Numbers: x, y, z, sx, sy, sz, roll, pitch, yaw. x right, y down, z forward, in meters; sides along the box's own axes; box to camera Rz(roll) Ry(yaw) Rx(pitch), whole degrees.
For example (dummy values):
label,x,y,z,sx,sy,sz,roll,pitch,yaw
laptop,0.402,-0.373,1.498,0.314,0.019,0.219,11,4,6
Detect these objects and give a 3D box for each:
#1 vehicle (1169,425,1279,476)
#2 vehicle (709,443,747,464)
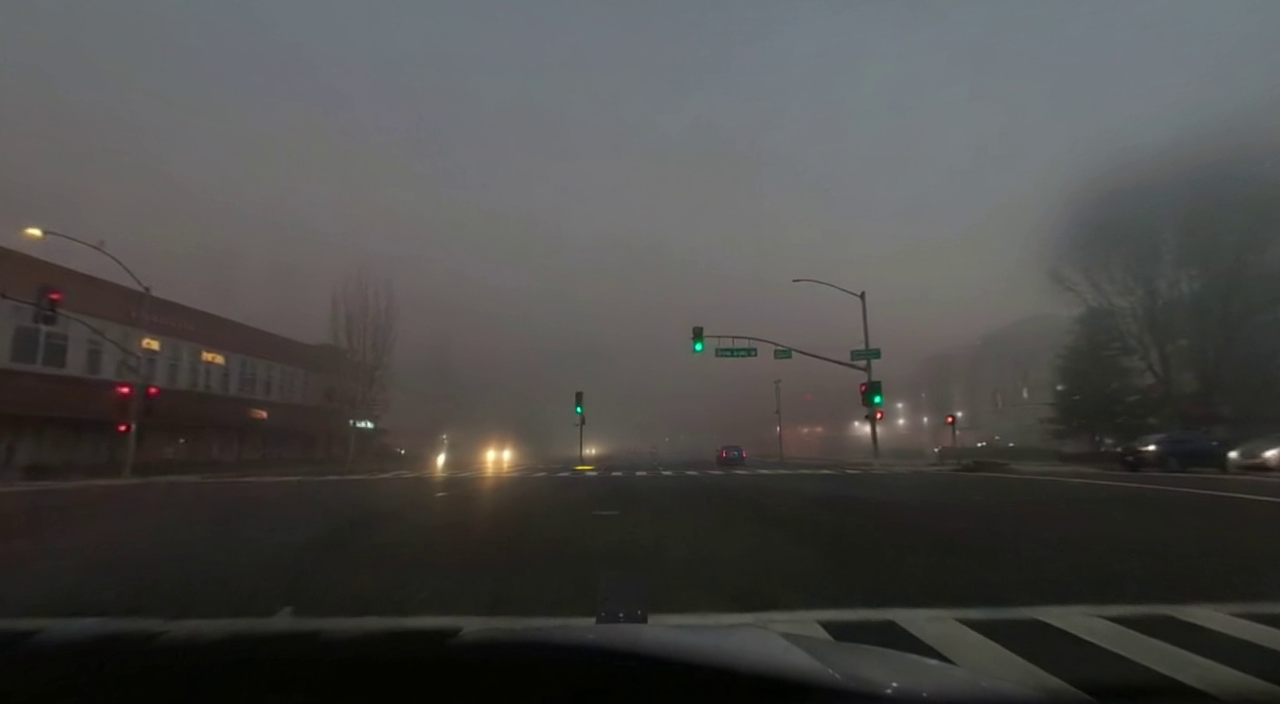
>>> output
label,x,y,z,sx,sy,sz,roll,pitch,yaw
vehicle,19.613,3.048,19.616,4.722,1.477,1.964,1,-9,-4
vehicle,6.261,7.286,45.365,1.916,1.437,4.327,0,-9,-3
